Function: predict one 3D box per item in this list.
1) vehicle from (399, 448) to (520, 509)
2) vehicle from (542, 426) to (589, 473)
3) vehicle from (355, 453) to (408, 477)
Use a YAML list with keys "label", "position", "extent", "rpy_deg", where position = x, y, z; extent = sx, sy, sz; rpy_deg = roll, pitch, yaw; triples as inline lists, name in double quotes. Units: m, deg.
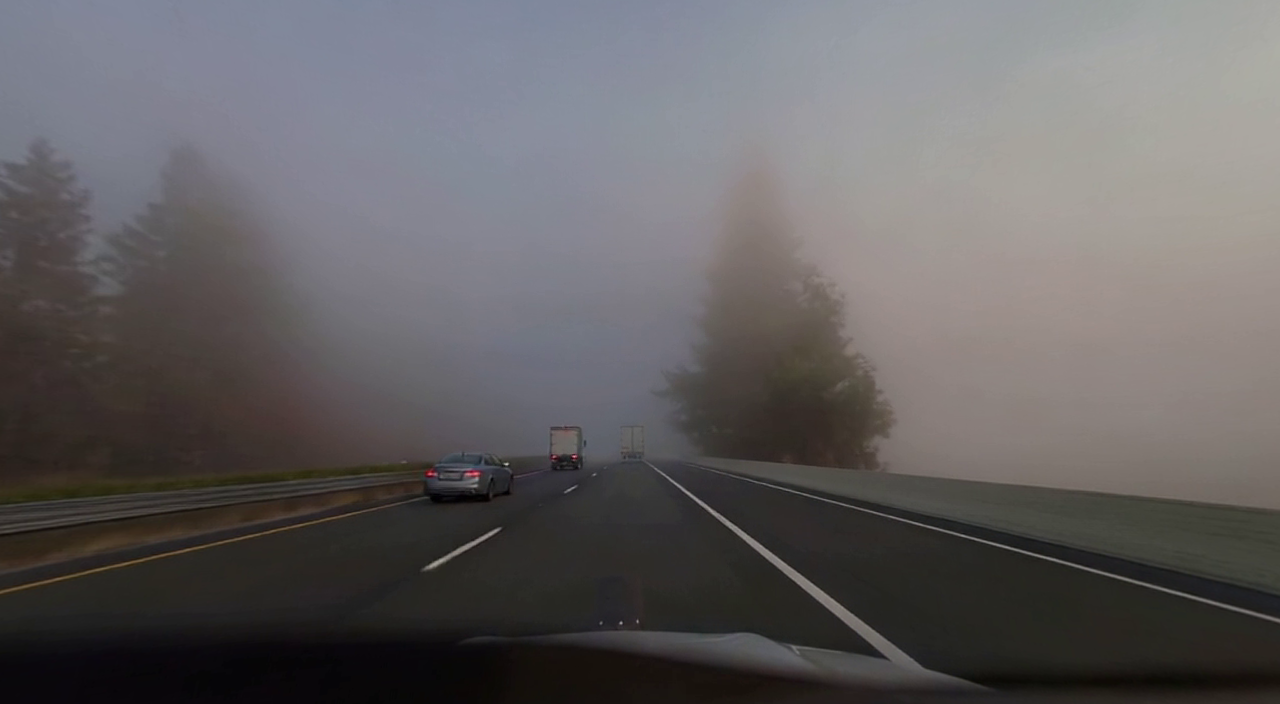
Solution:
- label: "vehicle"
  position: [-4.820, 3.446, 17.652]
  extent: [1.979, 1.459, 4.643]
  rpy_deg: [0, -9, 0]
- label: "vehicle"
  position: [-4.775, 6.444, 41.485]
  extent: [2.368, 2.813, 6.329]
  rpy_deg: [0, -9, 0]
- label: "vehicle"
  position: [-17.883, 7.809, 43.839]
  extent: [1.865, 1.509, 4.237]
  rpy_deg: [0, -9, 0]
